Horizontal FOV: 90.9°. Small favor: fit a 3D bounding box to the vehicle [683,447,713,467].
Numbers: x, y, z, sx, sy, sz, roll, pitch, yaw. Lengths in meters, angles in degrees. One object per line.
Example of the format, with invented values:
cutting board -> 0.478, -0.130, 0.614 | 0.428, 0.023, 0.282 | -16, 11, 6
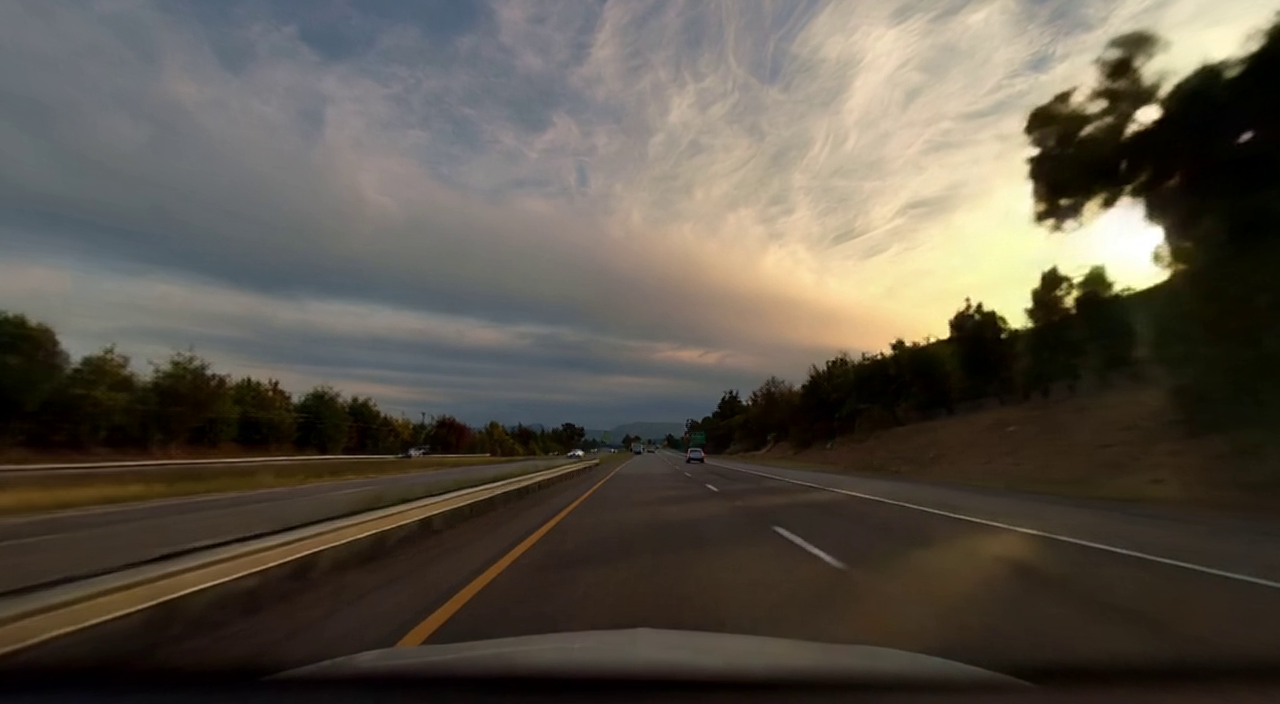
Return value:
vehicle -> 4.564, 8.292, 49.958 | 1.984, 1.481, 4.376 | 0, -8, 0
